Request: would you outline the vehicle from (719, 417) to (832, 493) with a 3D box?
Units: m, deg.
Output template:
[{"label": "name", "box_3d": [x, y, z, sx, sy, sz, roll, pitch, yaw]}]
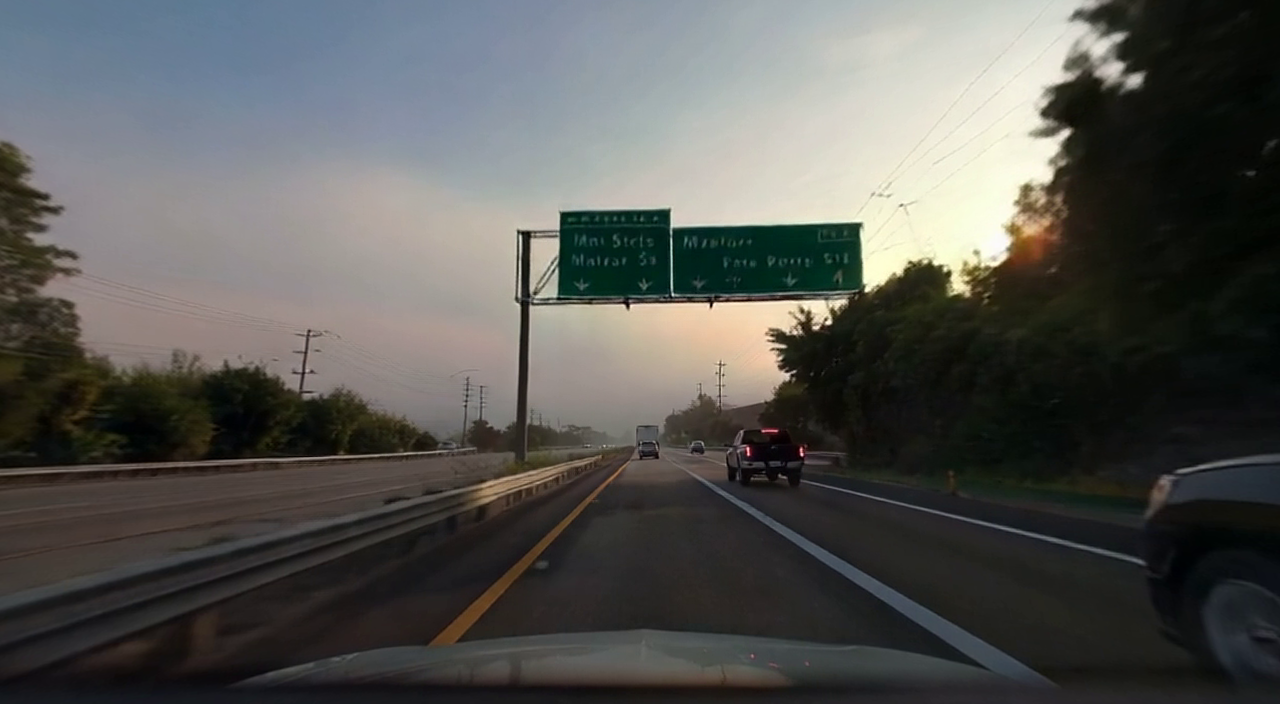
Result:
[{"label": "vehicle", "box_3d": [4.276, 3.416, 21.155, 2.594, 2.155, 5.670, -1, -9, 1]}]

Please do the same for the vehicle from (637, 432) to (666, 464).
[{"label": "vehicle", "box_3d": [0.890, 7.404, 48.665, 2.099, 2.260, 4.899, -1, -9, 0]}]

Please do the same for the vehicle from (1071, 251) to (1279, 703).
[{"label": "vehicle", "box_3d": [3.535, 0.424, 0.971, 2.145, 2.069, 5.057, -1, -9, 1]}]
